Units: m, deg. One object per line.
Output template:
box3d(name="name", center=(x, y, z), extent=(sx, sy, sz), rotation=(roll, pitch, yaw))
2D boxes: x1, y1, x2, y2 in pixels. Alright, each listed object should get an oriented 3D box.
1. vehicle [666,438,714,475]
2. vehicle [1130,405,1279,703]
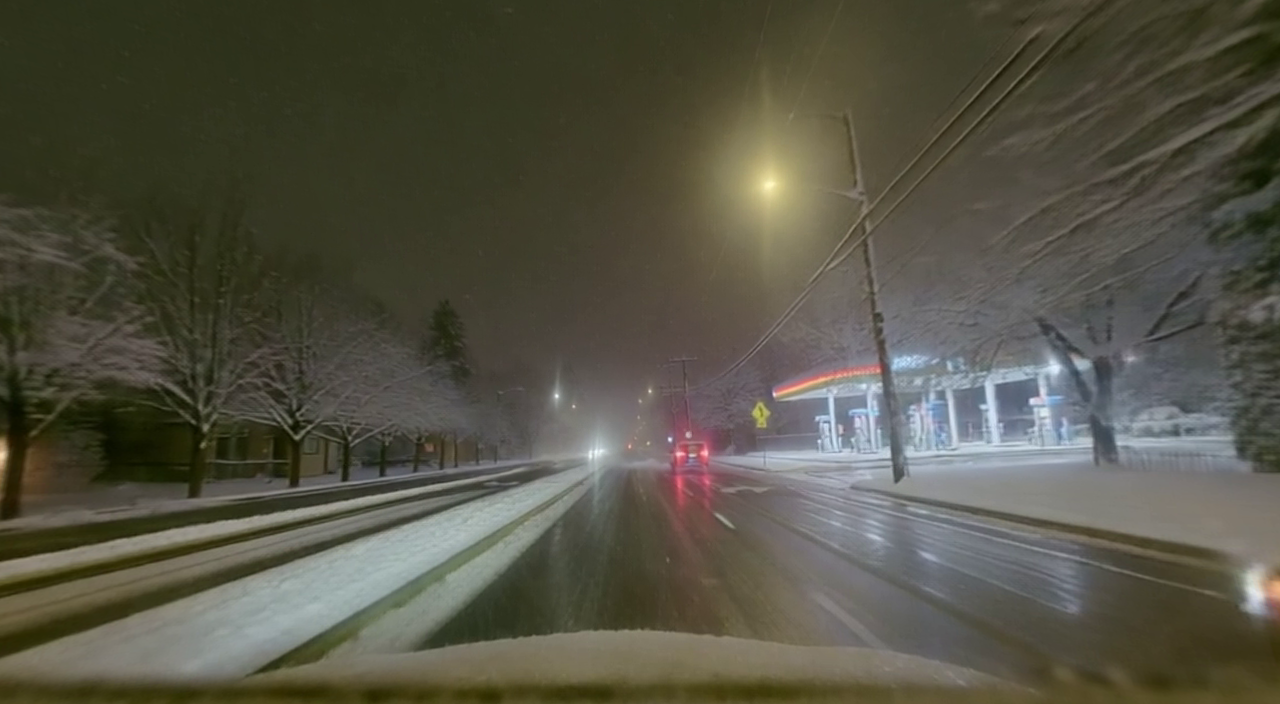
box3d(name="vehicle", center=(2.653, 5.748, 34.954), extent=(2.115, 1.840, 4.777), rotation=(0, -9, -2))
box3d(name="vehicle", center=(3.529, 0.718, 0.972), extent=(2.061, 1.475, 4.296), rotation=(0, -9, 0))
